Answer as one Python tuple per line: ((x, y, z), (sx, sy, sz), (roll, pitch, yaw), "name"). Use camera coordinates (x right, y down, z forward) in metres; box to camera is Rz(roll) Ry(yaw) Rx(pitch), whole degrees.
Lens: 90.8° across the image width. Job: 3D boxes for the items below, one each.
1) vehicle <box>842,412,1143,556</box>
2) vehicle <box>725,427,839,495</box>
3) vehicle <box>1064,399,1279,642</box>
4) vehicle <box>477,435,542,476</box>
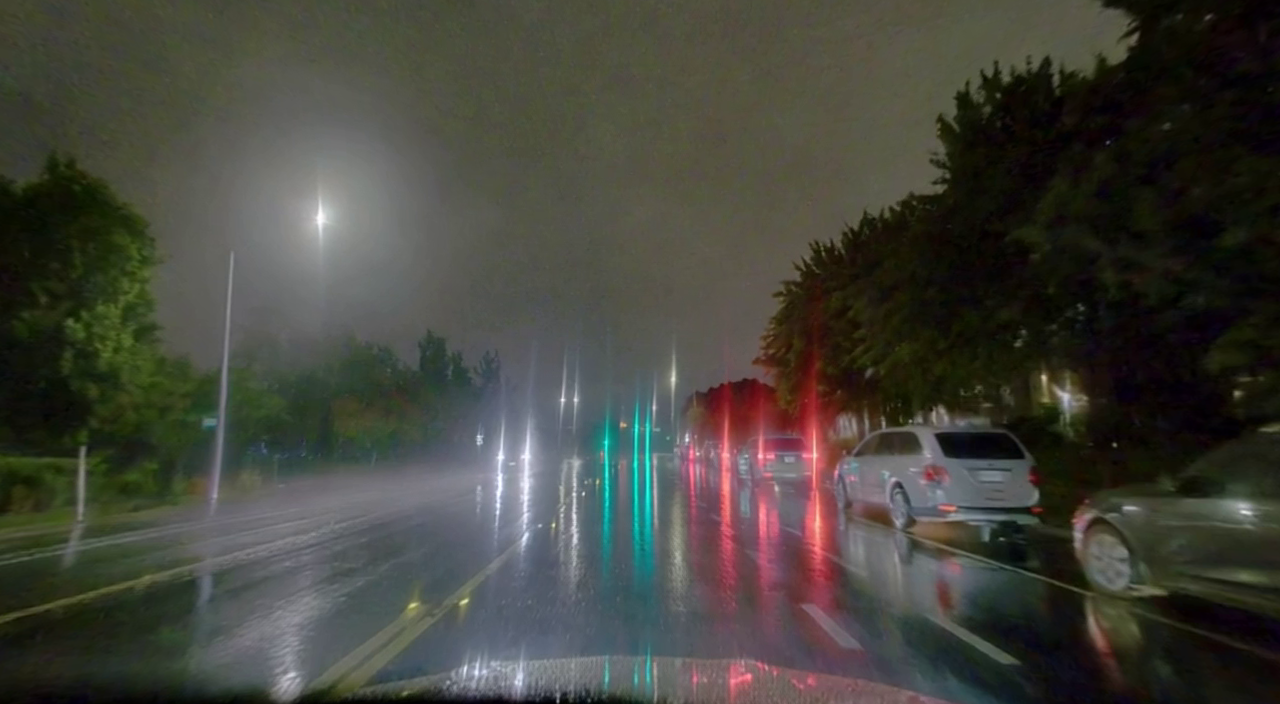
((5.119, 1.972, 10.195), (2.039, 1.752, 4.686), (0, -8, -1), "vehicle")
((4.022, 3.185, 18.807), (2.272, 1.744, 4.324), (0, -8, -2), "vehicle")
((5.299, 1.072, 3.798), (1.893, 1.628, 5.026), (0, -8, -1), "vehicle")
((-6.732, 5.406, 33.314), (2.105, 1.919, 6.049), (0, -8, 0), "vehicle")
